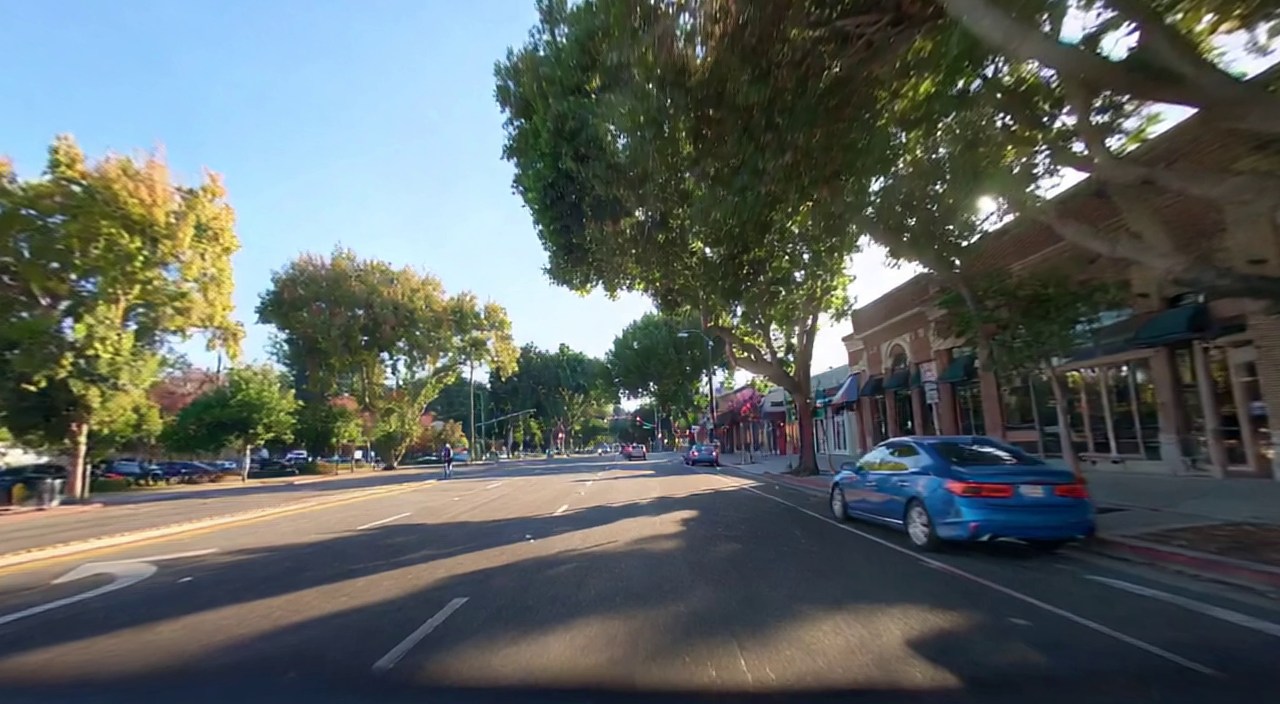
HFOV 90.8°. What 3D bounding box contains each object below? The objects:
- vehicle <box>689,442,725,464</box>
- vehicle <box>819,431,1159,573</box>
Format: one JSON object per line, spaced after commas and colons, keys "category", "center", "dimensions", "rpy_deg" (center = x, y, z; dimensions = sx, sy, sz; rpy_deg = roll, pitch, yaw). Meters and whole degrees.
{"category": "vehicle", "center": [4.647, 7.082, 44.384], "dimensions": [1.942, 1.469, 4.049], "rpy_deg": [0, -9, -3]}
{"category": "vehicle", "center": [4.325, 1.920, 9.015], "dimensions": [2.093, 1.446, 4.761], "rpy_deg": [0, -8, -1]}
